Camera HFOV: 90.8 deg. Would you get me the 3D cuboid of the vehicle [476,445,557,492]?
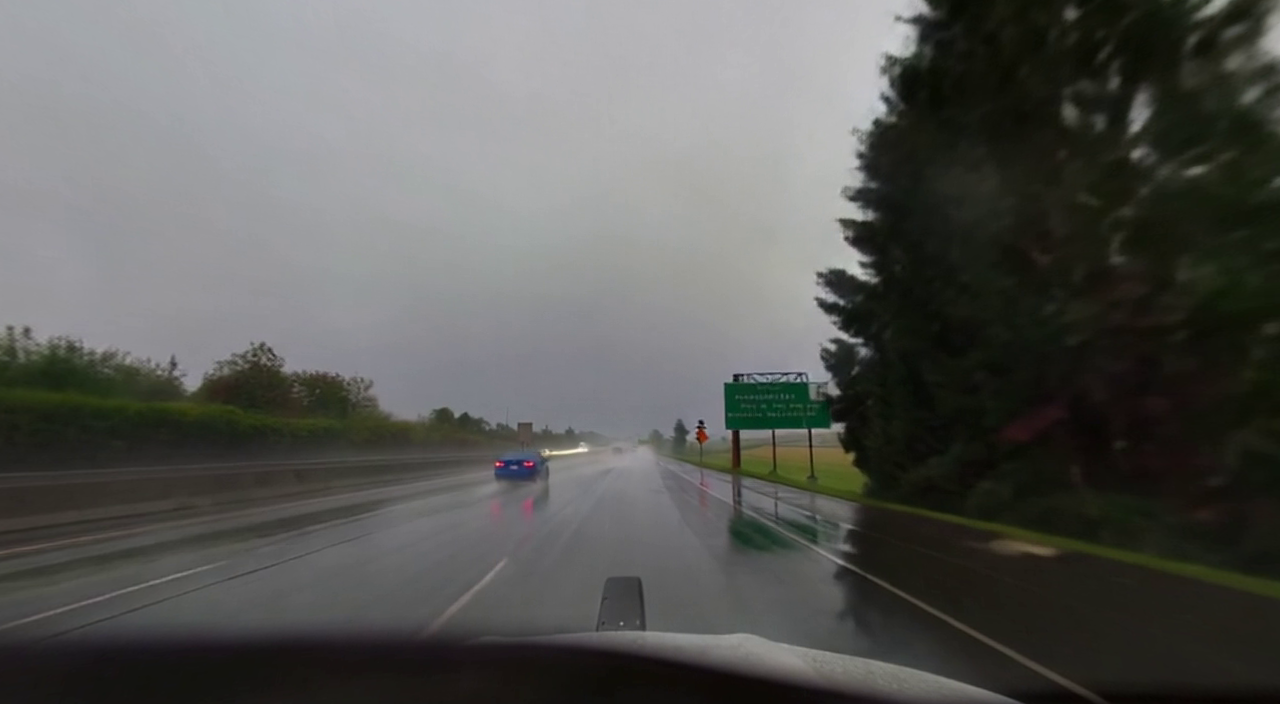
[{"bbox_3d":[-4.382,4.190,23.018,2.121,1.537,3.852,0,-9,1],"label":"vehicle"}]
